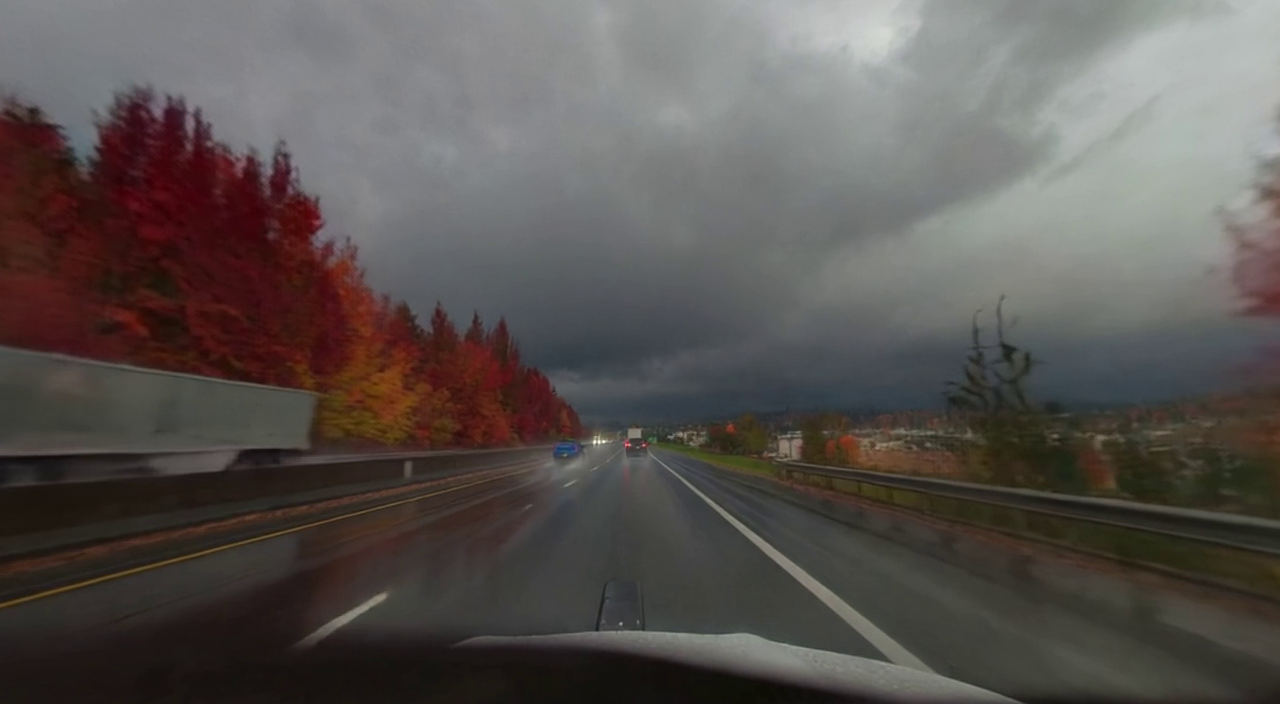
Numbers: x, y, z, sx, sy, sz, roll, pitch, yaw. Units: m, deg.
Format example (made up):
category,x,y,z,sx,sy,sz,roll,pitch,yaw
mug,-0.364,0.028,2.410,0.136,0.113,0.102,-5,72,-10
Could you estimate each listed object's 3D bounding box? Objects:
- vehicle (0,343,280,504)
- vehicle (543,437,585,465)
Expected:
category,x,y,z,sx,sy,sz,roll,pitch,yaw
vehicle,-17.089,2.467,20.287,2.878,3.898,13.768,0,-8,0
vehicle,-4.537,5.982,38.089,2.002,1.553,4.247,0,-8,0
